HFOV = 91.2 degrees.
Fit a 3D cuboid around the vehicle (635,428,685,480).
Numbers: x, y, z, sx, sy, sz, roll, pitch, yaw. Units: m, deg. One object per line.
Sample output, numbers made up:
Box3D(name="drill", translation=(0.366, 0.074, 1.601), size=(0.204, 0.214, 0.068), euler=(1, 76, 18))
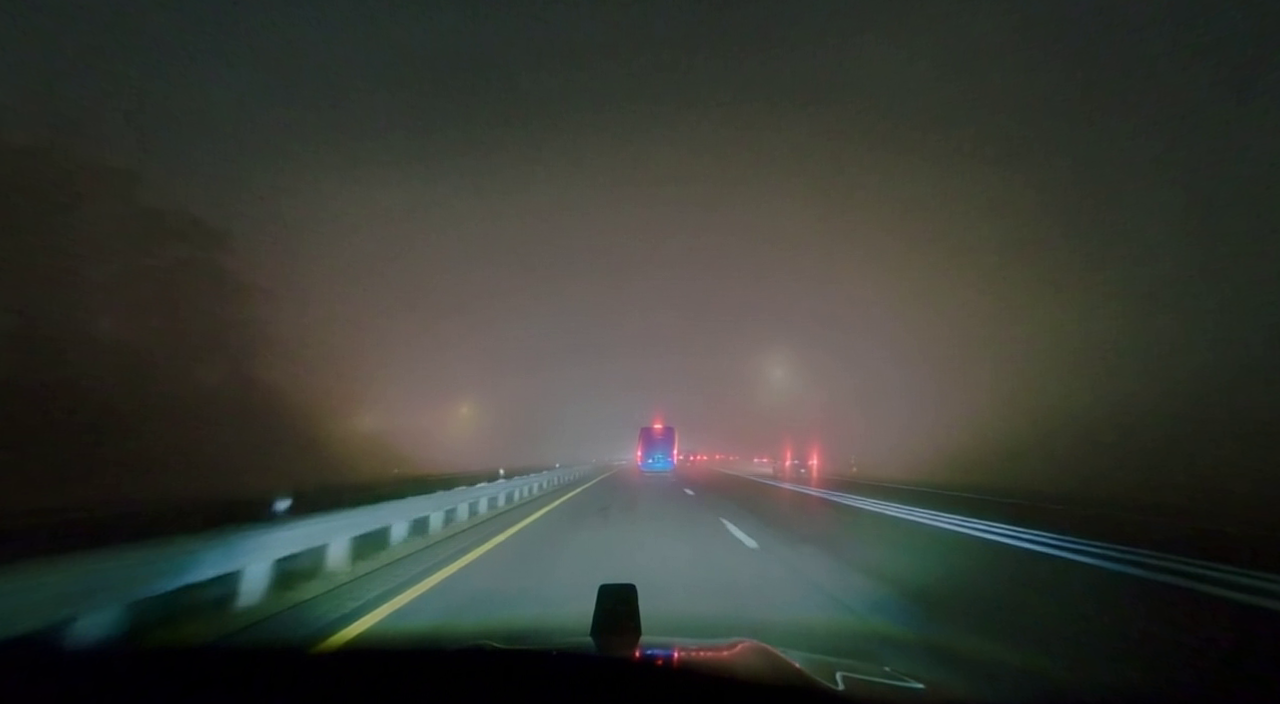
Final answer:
Box3D(name="vehicle", translation=(1.075, 5.659, 34.894), size=(2.560, 2.598, 5.581), euler=(-1, -9, 1))
